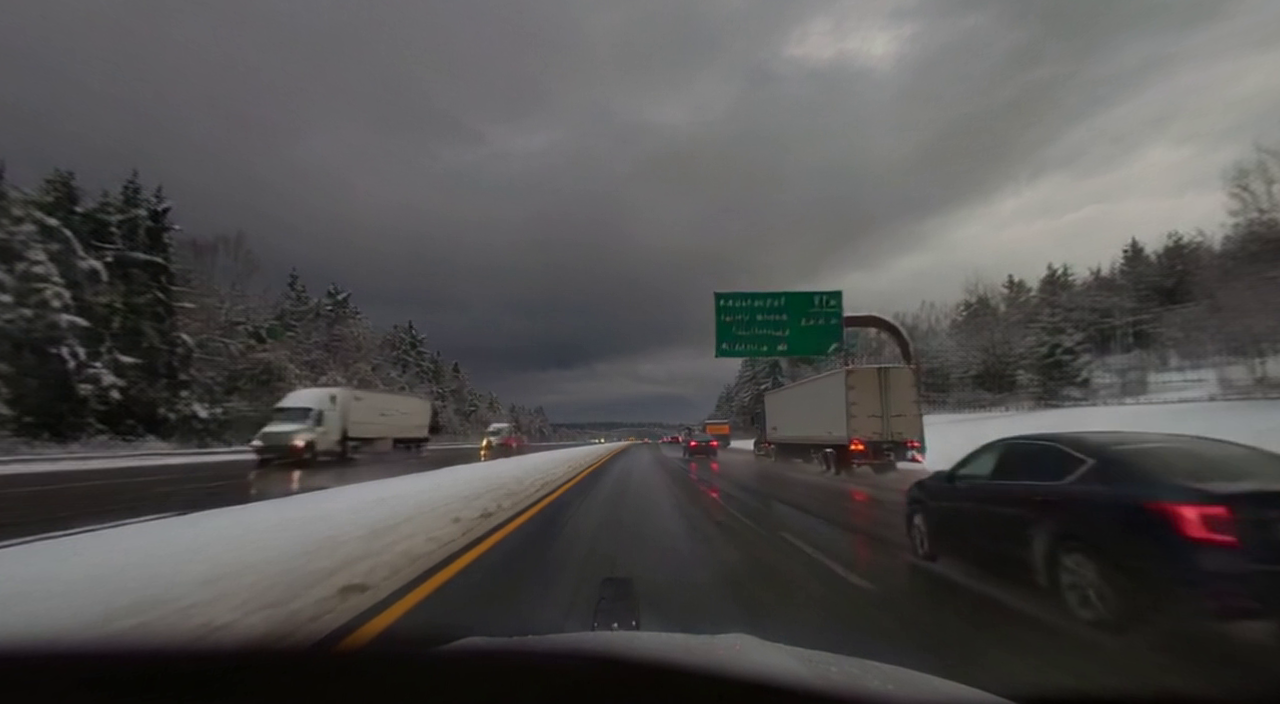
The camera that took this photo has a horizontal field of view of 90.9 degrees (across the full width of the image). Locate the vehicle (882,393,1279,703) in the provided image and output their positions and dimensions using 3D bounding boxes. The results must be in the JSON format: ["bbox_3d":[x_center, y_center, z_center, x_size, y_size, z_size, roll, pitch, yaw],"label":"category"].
[{"bbox_3d":[3.815,1.216,4.904,1.986,1.501,4.529,0,-8,-1],"label":"vehicle"}]

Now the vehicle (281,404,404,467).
[{"bbox_3d":[-12.805,3.675,27.762,2.366,2.438,6.059,0,-8,0],"label":"vehicle"}]

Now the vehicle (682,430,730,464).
[{"bbox_3d":[3.465,5.110,34.090,2.011,1.672,4.415,0,-8,-2],"label":"vehicle"}]

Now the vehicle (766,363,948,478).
[{"bbox_3d":[9.130,3.340,29.505,3.440,4.093,13.944,0,-8,-1],"label":"vehicle"}]

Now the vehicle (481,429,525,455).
[{"bbox_3d":[-9.233,6.115,42.795,1.978,1.644,4.368,0,-8,0],"label":"vehicle"}]
